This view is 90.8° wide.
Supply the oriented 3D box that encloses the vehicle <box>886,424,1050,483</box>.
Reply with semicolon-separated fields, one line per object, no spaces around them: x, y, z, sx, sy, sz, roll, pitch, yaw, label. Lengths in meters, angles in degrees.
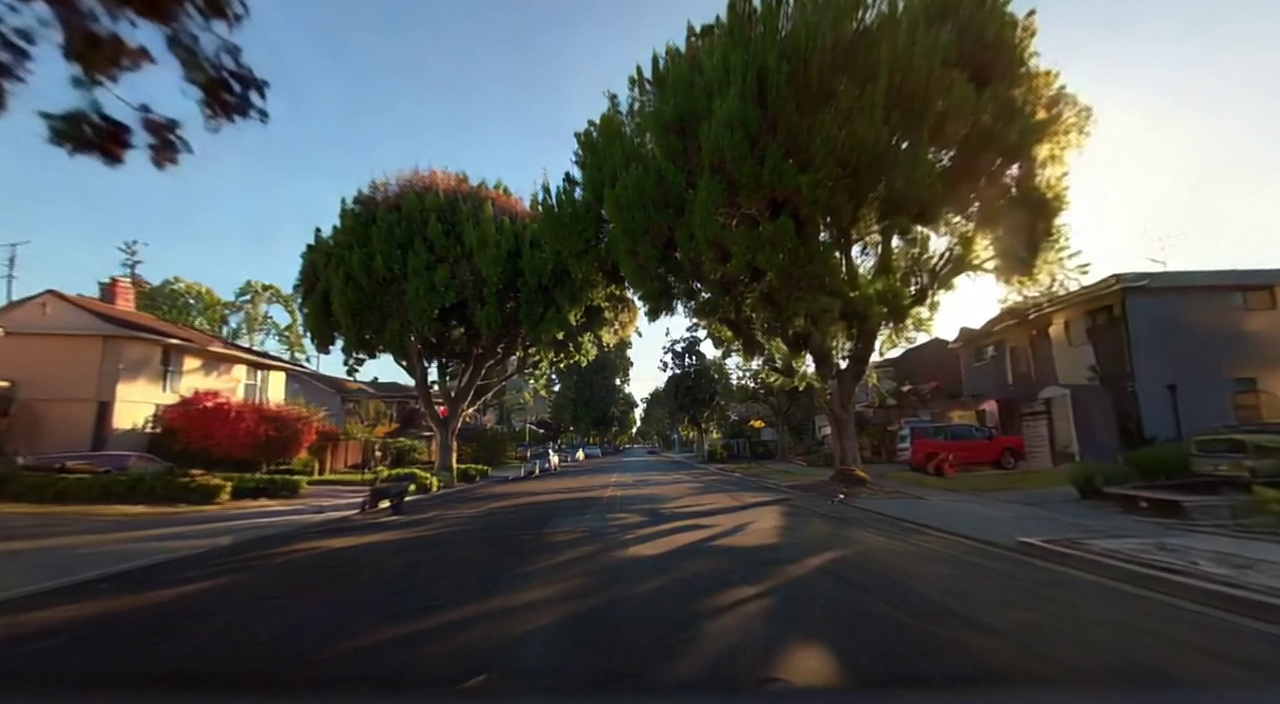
11.260;3.498;21.853;4.626;1.880;1.980;1;-9;-8;vehicle
